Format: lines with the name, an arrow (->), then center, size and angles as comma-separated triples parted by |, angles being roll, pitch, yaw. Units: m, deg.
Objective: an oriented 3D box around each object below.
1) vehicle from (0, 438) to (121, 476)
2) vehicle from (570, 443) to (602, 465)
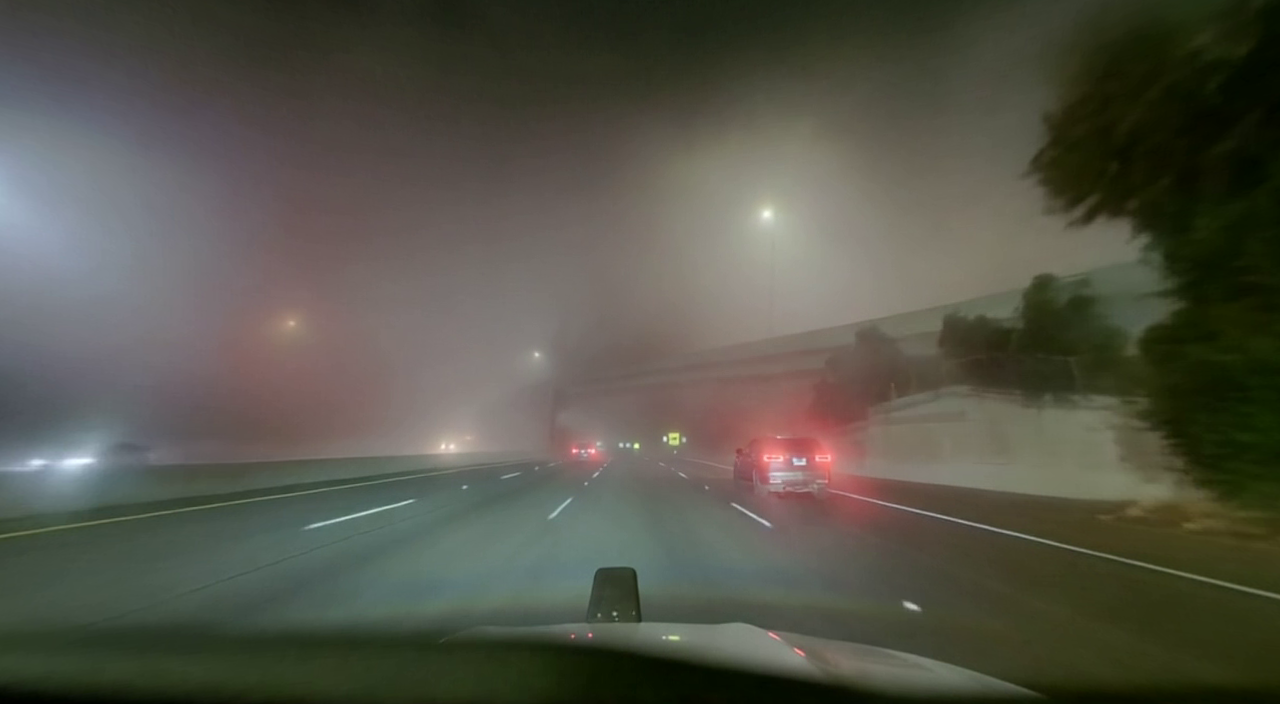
vehicle -> -24.620, 4.389, 26.630 | 1.889, 1.472, 4.455 | 0, -8, -4
vehicle -> -3.915, 7.522, 46.741 | 2.037, 1.514, 4.335 | 0, -8, -1
